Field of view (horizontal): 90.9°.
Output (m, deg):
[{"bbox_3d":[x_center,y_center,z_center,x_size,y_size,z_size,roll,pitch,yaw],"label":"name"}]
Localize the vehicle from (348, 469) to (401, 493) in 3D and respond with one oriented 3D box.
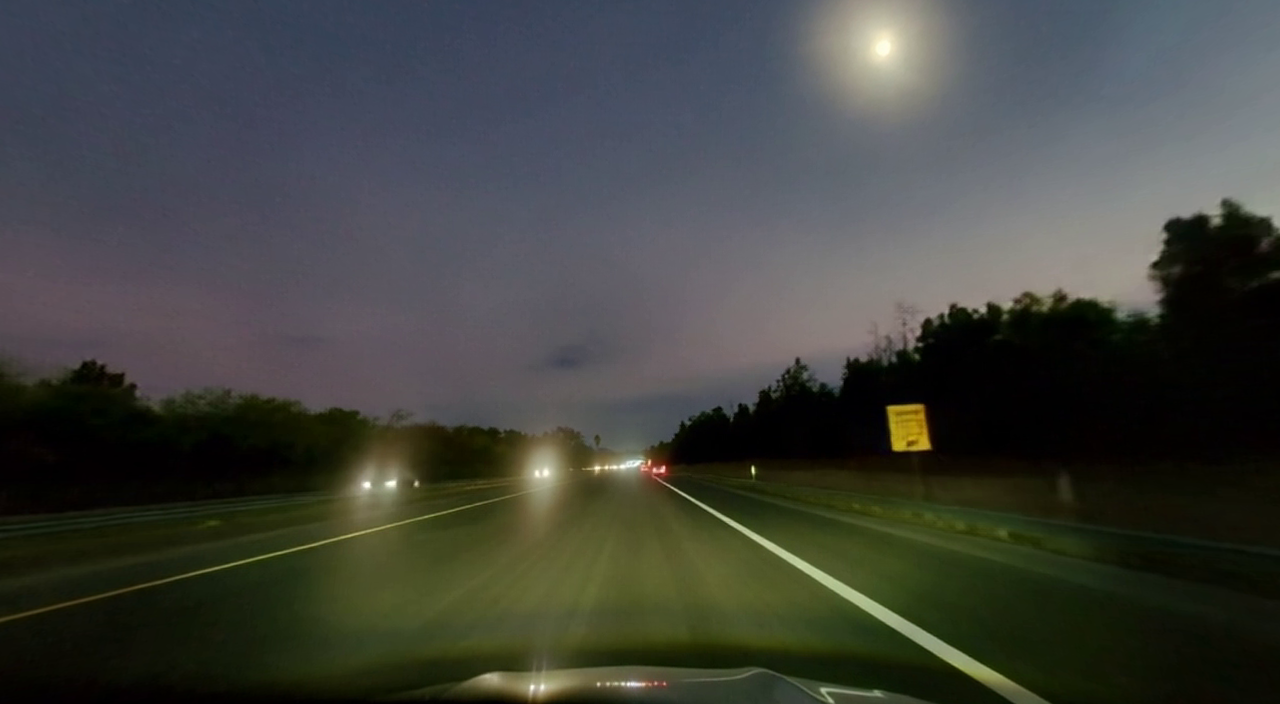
[{"bbox_3d":[-17.197,8.351,41.004,1.765,1.429,3.838,1,-10,0],"label":"vehicle"}]
